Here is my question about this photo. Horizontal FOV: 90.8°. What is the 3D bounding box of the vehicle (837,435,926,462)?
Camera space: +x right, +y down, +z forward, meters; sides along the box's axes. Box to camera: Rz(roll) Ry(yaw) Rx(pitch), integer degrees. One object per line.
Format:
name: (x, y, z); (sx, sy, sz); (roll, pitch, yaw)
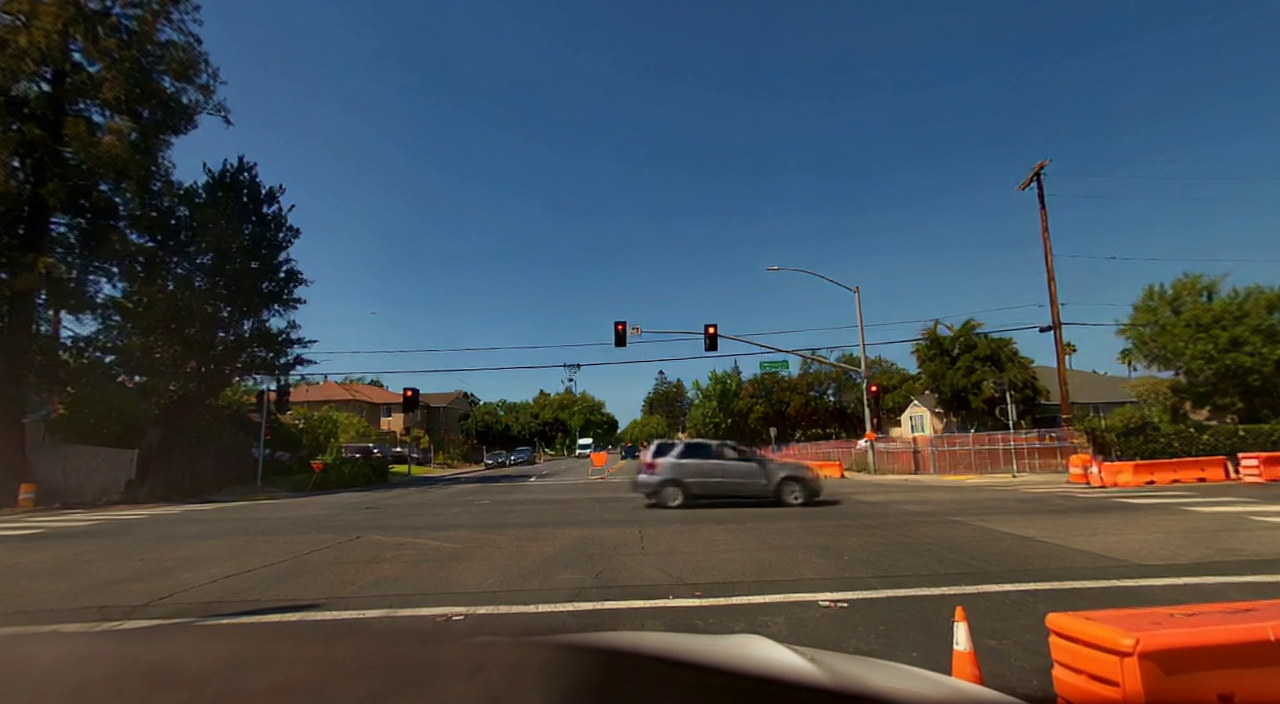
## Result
vehicle: (15.364, 6.176, 40.324); (4.892, 1.656, 1.856); (0, -8, 0)

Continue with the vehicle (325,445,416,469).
vehicle: (-16.397, 6.381, 38.611); (4.713, 1.409, 1.918); (0, -8, -2)

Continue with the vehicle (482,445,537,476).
vehicle: (-6.606, 5.526, 32.378); (1.881, 1.452, 4.121); (0, -8, 0)

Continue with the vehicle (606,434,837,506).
vehicle: (1.707, 2.641, 14.404); (4.860, 1.483, 2.077); (0, -8, 0)
